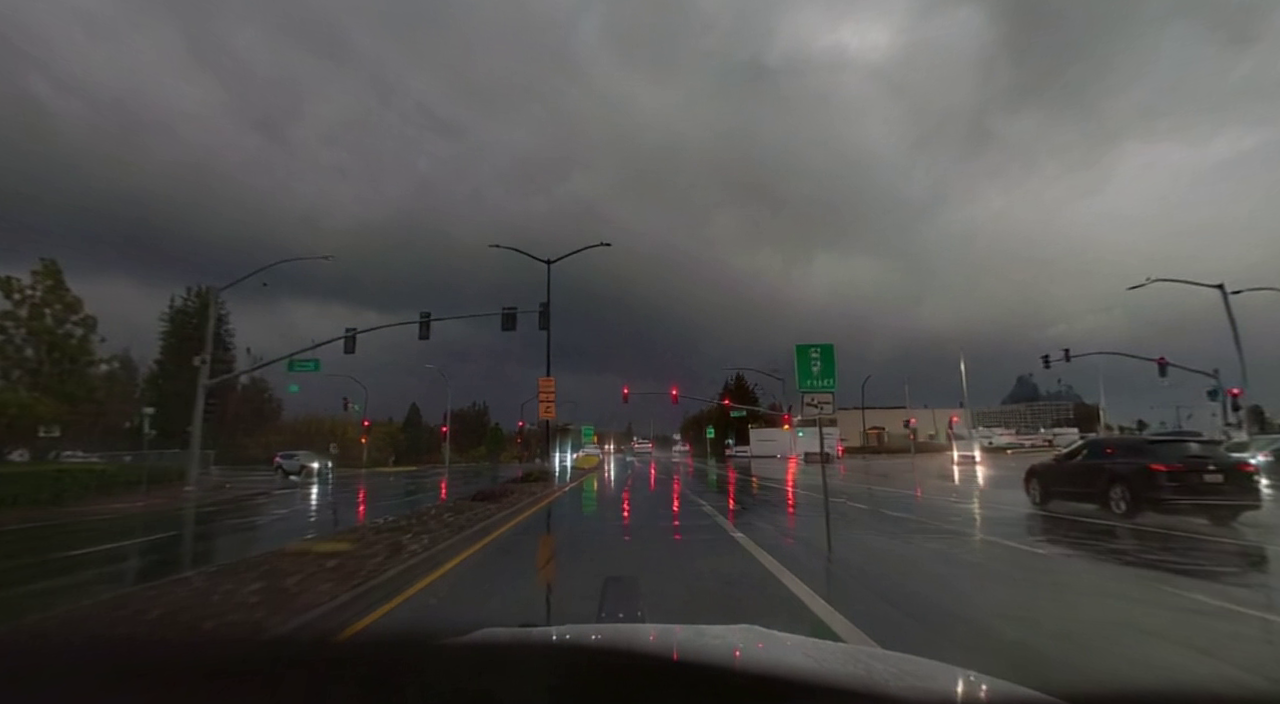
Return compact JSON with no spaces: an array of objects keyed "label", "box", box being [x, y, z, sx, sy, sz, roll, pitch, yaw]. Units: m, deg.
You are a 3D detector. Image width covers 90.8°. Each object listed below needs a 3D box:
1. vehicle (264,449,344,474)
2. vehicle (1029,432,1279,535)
[{"label":"vehicle","box":[-24.946,8.145,47.026,4.706,1.734,2.253,-1,-8,6]},{"label":"vehicle","box":[9.542,2.260,11.548,1.933,1.500,4.458,0,-8,-1]}]
